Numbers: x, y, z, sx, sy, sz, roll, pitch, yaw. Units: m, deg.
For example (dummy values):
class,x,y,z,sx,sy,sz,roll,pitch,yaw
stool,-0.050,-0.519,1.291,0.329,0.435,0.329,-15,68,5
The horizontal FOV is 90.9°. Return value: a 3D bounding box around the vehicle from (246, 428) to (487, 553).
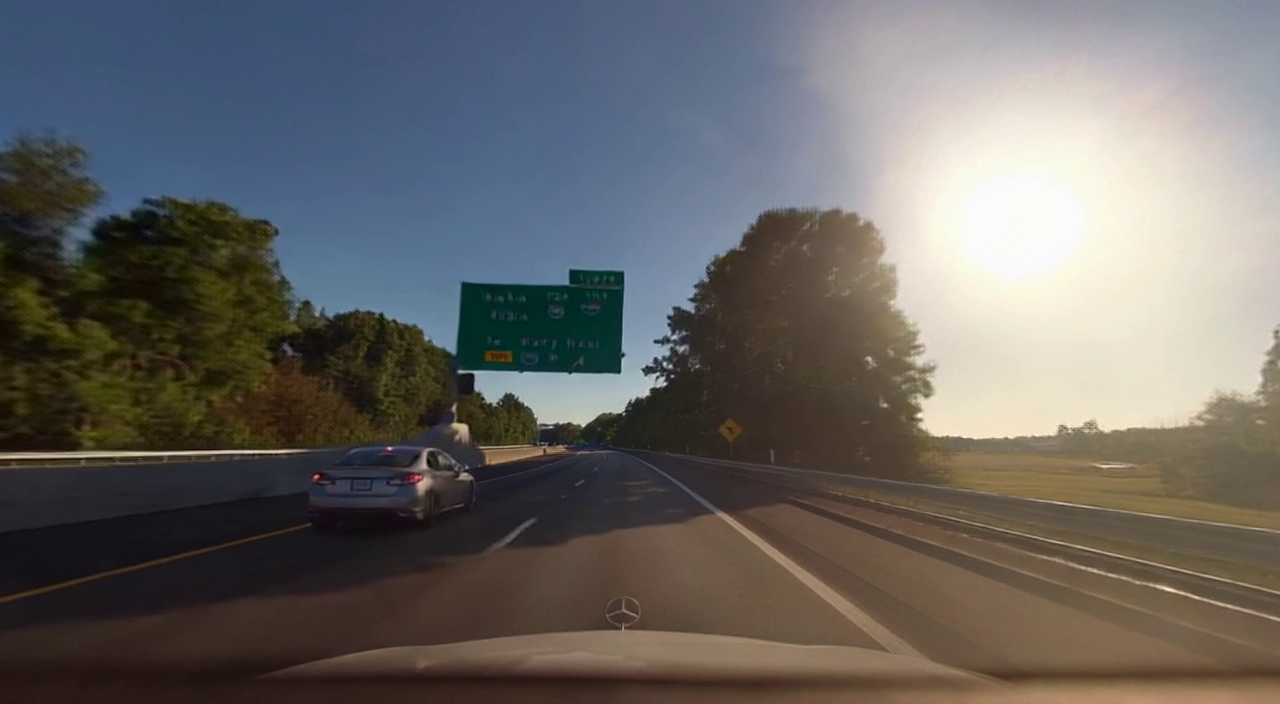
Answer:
class,x,y,z,sx,sy,sz,roll,pitch,yaw
vehicle,-3.875,2.018,9.816,1.990,1.532,3.911,0,-9,0
